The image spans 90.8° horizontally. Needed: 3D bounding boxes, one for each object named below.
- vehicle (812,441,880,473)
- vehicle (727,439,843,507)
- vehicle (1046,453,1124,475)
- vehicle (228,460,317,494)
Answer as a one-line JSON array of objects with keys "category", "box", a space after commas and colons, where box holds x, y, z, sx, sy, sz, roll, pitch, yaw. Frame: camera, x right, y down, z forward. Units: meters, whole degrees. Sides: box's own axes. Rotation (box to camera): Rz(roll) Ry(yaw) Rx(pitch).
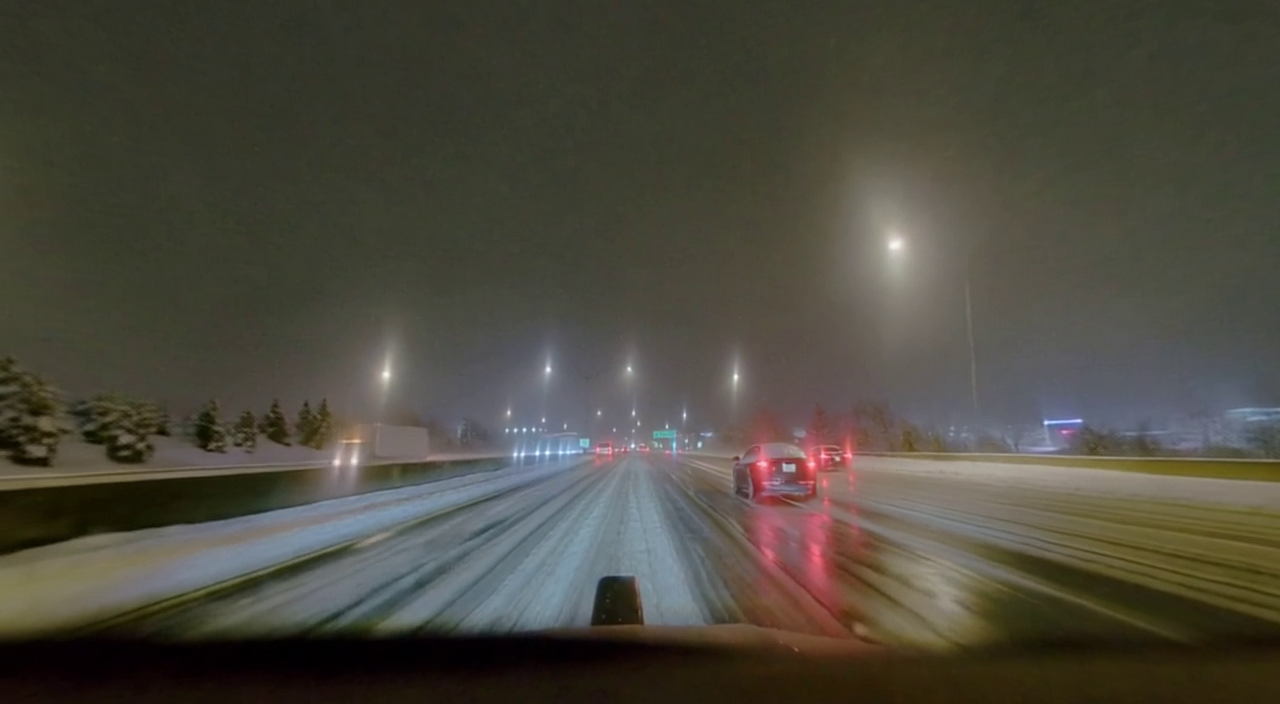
[{"category": "vehicle", "box": [10.754, 5.505, 33.297, 2.019, 1.529, 4.385, 0, -9, -1]}, {"category": "vehicle", "box": [3.572, 3.057, 16.403, 1.961, 1.504, 4.094, 0, -9, -1]}, {"category": "vehicle", "box": [34.184, 8.602, 48.682, 1.968, 1.610, 4.771, 2, -9, -12]}, {"category": "vehicle", "box": [-17.960, 6.104, 31.131, 1.774, 1.448, 4.340, 0, -9, 0]}]
